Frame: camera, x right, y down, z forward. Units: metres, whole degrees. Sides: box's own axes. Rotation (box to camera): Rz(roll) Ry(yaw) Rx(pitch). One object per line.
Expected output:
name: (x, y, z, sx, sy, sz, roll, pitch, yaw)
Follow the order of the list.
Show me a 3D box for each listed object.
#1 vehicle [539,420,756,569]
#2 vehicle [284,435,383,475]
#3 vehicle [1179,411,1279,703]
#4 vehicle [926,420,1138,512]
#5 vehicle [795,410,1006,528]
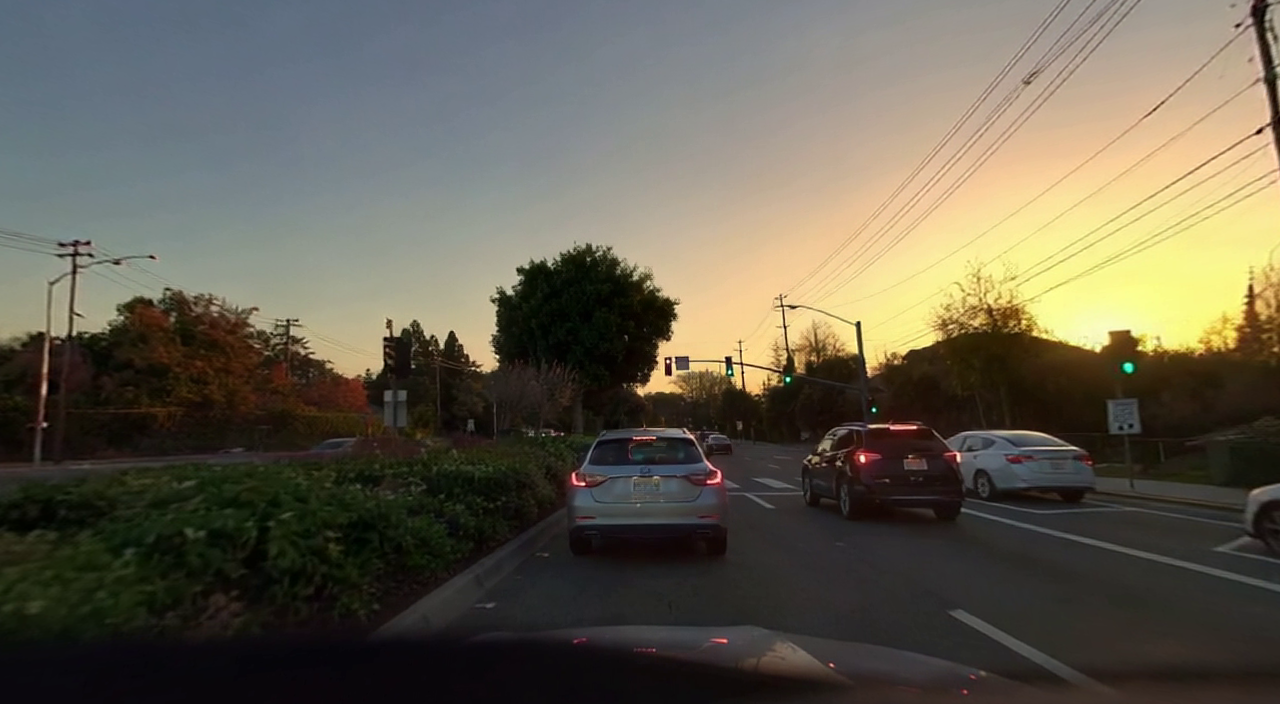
vehicle: (0.092, 1.787, 8.685, 2.208, 1.498, 4.401, 0, -8, 1)
vehicle: (-16.565, 5.608, 34.500, 2.262, 1.967, 5.814, -1, -8, 3)
vehicle: (3.505, 0.679, 0.592, 2.028, 1.454, 4.531, 0, -8, 1)
vehicle: (8.369, 2.464, 14.055, 1.993, 1.712, 4.322, -1, -8, 2)
vehicle: (4.464, 2.089, 11.729, 2.140, 1.753, 4.256, 0, -8, 1)
